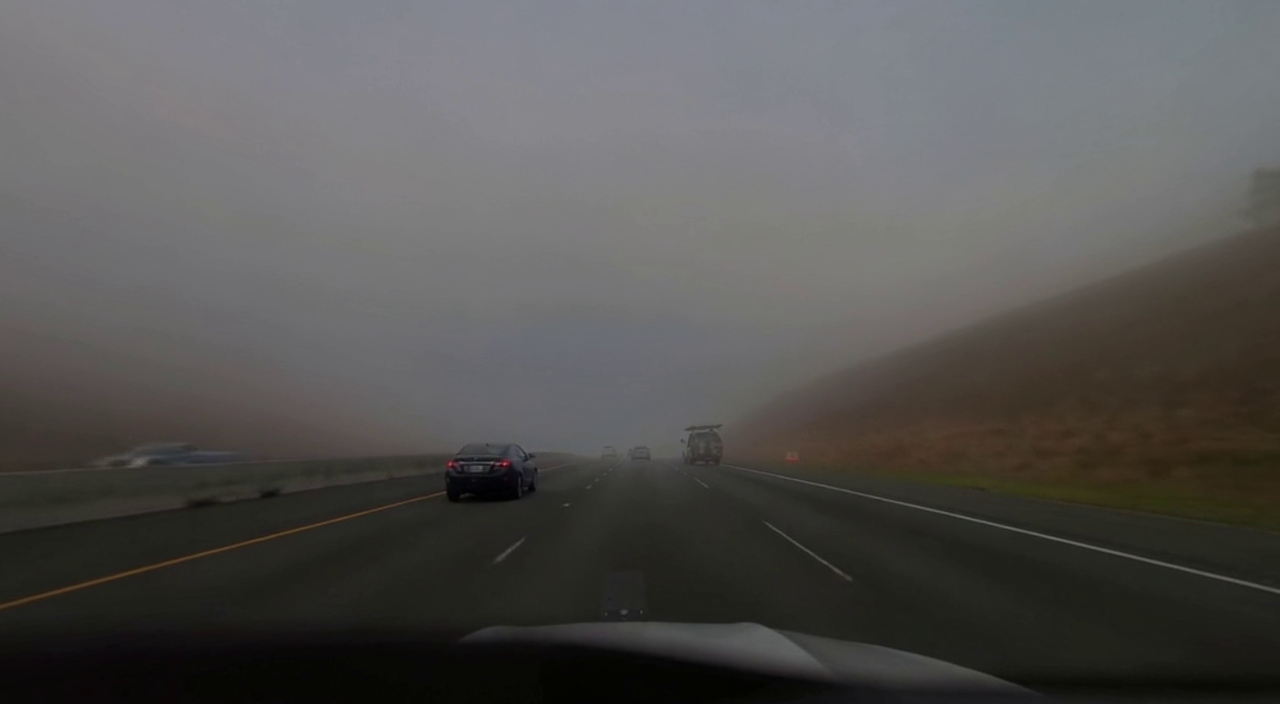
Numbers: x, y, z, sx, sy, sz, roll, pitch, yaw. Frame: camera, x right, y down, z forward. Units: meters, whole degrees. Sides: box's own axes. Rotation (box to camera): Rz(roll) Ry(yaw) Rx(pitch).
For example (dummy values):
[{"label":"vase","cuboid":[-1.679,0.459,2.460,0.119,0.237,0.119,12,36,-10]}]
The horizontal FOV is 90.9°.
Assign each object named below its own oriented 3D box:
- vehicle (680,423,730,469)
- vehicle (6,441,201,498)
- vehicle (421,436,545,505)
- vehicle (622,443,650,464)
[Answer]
[{"label":"vehicle","cuboid":[3.915,5.849,39.174,2.361,2.636,5.684,0,-9,-1]},{"label":"vehicle","cuboid":[-15.838,3.481,19.035,1.846,1.489,4.623,0,-9,-1]},{"label":"vehicle","cuboid":[-3.855,3.017,16.380,2.054,1.529,4.368,0,-9,1]},{"label":"vehicle","cuboid":[-0.327,7.797,48.422,2.007,1.456,3.719,0,-9,-1]}]
